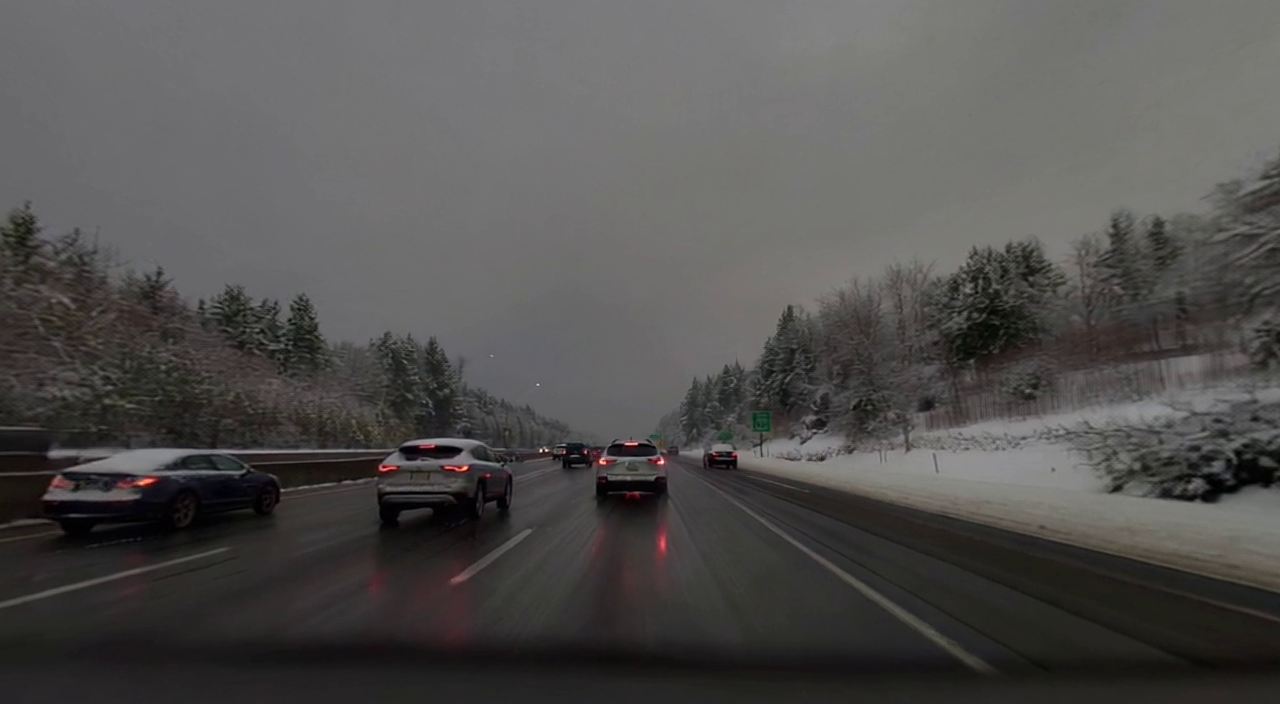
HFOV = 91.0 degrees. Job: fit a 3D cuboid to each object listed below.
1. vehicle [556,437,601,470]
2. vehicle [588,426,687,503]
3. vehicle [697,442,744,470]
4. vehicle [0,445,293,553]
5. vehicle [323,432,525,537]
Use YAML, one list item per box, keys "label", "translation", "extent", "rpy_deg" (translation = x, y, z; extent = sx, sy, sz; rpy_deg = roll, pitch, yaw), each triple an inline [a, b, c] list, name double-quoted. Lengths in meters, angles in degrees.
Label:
- label: "vehicle"
  translation: [-3.558, 5.981, 37.154]
  extent: [2.142, 1.808, 4.266]
  rpy_deg: [0, -9, 1]
- label: "vehicle"
  translation: [-0.045, 2.856, 16.378]
  extent: [2.223, 1.722, 4.177]
  rpy_deg: [0, -9, 0]
- label: "vehicle"
  translation: [4.540, 5.952, 36.180]
  extent: [2.006, 1.474, 4.669]
  rpy_deg: [0, -9, -1]
- label: "vehicle"
  translation: [-7.870, 2.229, 10.317]
  extent: [1.948, 1.391, 4.111]
  rpy_deg: [0, -9, 1]
- label: "vehicle"
  translation: [-3.530, 2.249, 11.333]
  extent: [2.011, 1.498, 4.341]
  rpy_deg: [0, -9, 1]
